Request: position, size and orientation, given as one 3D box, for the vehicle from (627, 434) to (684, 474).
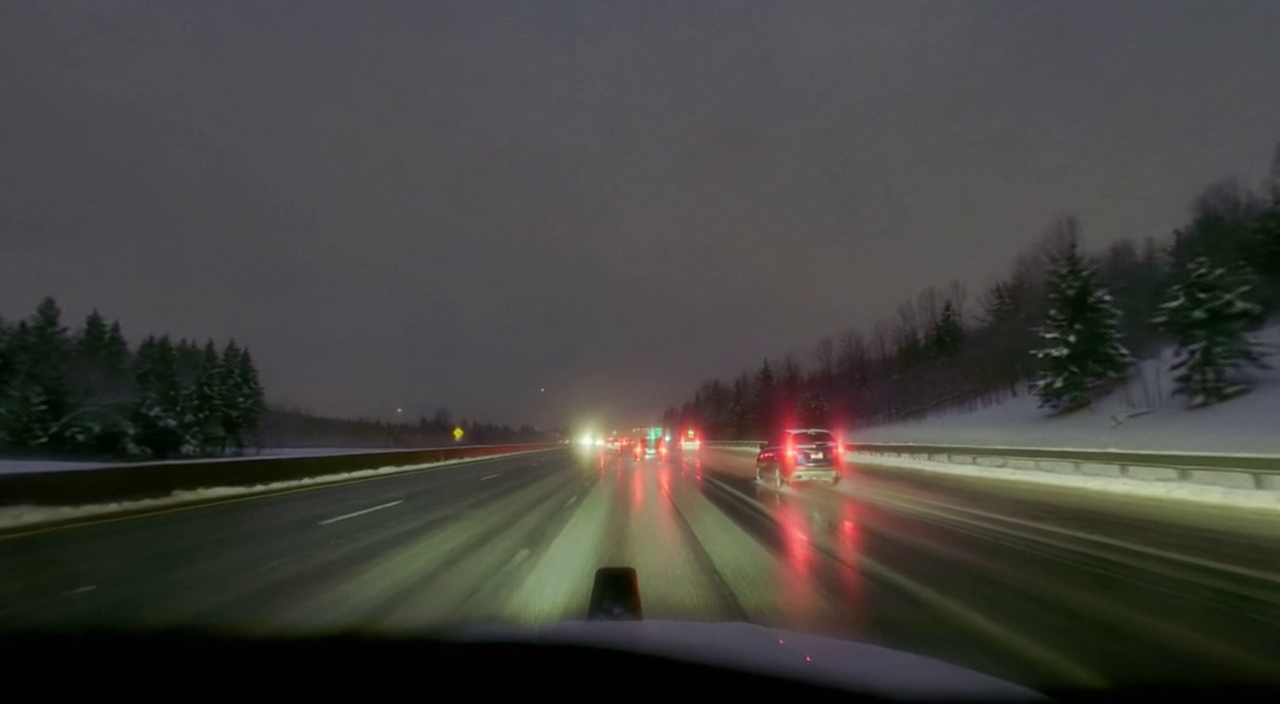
[{"bbox_3d":[0.532,3.987,24.886,2.046,1.467,3.844,0,-8,-1],"label":"vehicle"}]
